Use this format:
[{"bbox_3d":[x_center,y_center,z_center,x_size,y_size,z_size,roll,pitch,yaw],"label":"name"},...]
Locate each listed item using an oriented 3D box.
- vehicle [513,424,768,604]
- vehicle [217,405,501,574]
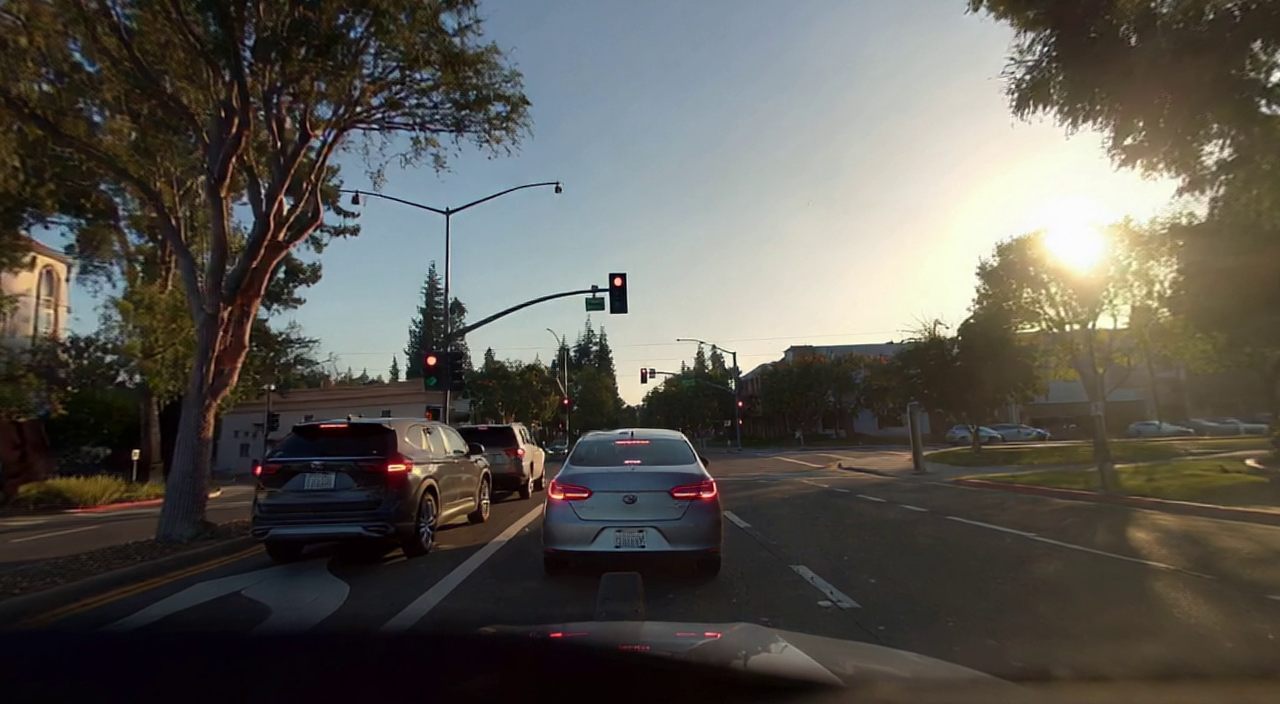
[{"bbox_3d":[-0.048,1.643,7.325,2.126,1.475,3.967,0,-8,-2],"label":"vehicle"},{"bbox_3d":[-3.418,1.754,8.807,2.046,1.751,4.208,0,-8,-1],"label":"vehicle"}]
